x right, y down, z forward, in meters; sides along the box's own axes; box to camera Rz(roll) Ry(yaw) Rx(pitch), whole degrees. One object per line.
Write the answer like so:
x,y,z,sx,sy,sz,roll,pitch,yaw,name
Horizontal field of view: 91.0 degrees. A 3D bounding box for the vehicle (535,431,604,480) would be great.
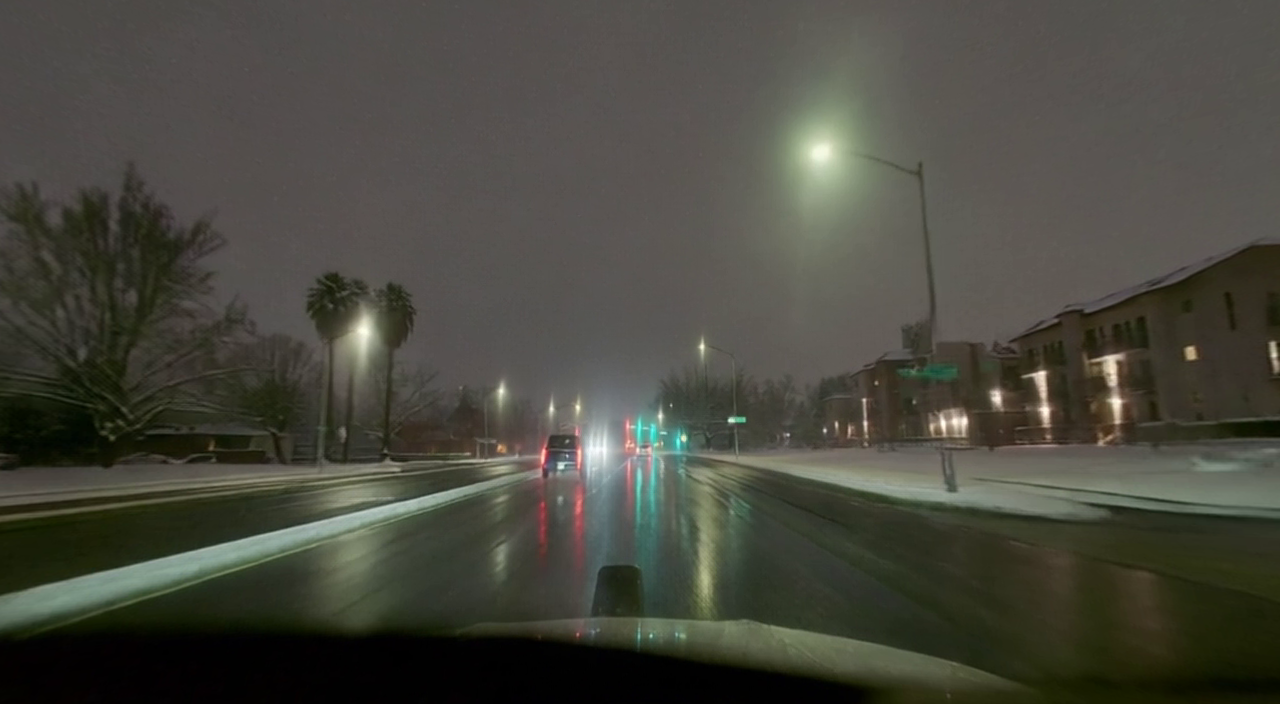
-3.020,4.620,28.359,2.370,1.968,5.698,0,-9,0,vehicle
